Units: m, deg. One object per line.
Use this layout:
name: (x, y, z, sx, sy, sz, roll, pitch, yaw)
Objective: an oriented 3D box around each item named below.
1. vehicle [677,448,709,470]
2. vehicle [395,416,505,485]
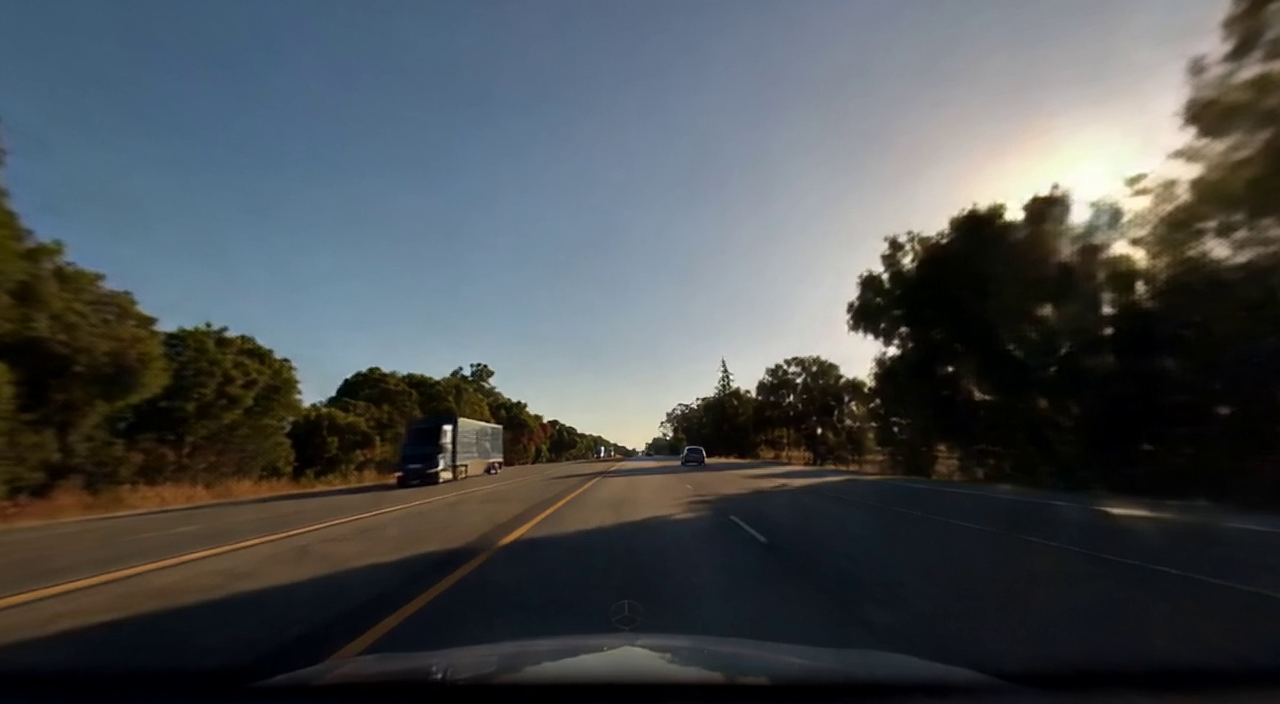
vehicle: (4.024, 8.120, 48.185, 2.013, 1.584, 3.995, 0, -9, -1)
vehicle: (-12.733, 6.919, 44.267, 3.267, 4.040, 13.923, 0, -9, 0)
